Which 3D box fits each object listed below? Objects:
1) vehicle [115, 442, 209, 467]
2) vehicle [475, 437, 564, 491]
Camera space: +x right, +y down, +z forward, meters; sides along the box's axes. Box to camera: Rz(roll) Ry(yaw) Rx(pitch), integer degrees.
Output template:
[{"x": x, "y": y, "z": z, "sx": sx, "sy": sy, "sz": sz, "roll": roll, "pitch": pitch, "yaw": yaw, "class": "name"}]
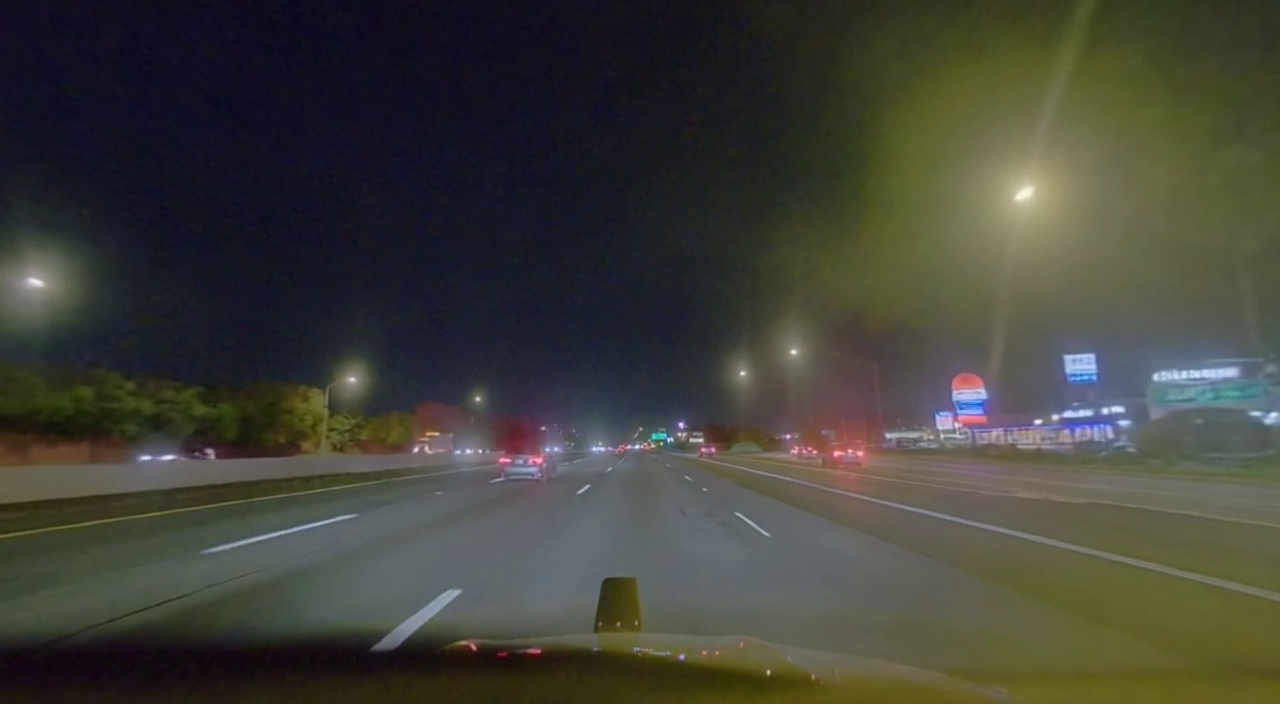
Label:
[{"x": -34.004, "y": 7.291, "z": 45.168, "sx": 2.160, "sy": 1.680, "sz": 5.783, "roll": 0, "pitch": -8, "yaw": 1, "class": "vehicle"}, {"x": -3.683, "y": 3.481, "z": 20.067, "sx": 1.939, "sy": 1.508, "sz": 4.272, "roll": 0, "pitch": -8, "yaw": 1, "class": "vehicle"}]
